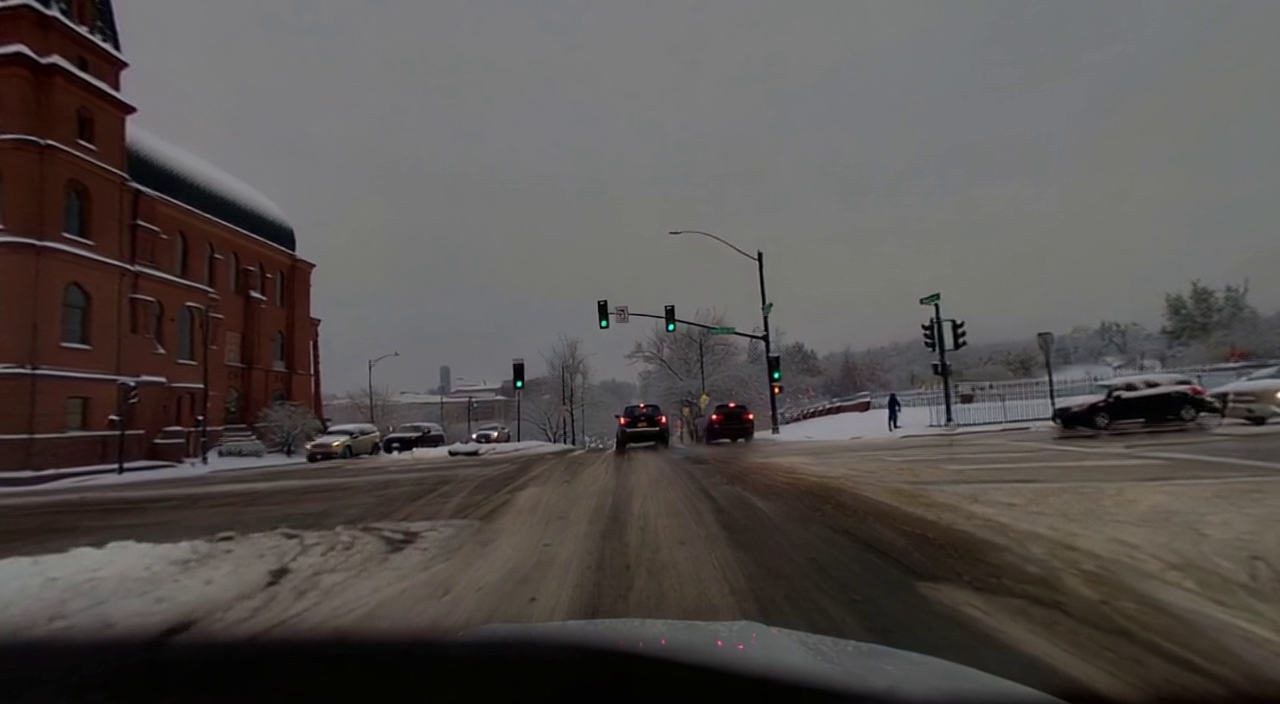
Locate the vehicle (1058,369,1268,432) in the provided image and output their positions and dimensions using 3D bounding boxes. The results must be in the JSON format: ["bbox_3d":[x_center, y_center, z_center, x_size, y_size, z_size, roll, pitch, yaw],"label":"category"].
[{"bbox_3d":[15.700,1.485,19.173,4.488,1.475,2.083,-4,-5,-1],"label":"vehicle"}]

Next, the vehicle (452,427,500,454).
[{"bbox_3d":[-11.451,6.237,44.372,2.170,1.746,4.565,0,-8,0],"label":"vehicle"}]

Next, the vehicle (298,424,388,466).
[{"bbox_3d":[-14.967,4.735,32.289,1.969,1.896,5.404,1,-8,0],"label":"vehicle"}]

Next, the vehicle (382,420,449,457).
[{"bbox_3d":[-11.963,4.675,33.978,2.069,1.790,4.358,-1,-9,-1],"label":"vehicle"}]

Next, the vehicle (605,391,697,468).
[{"bbox_3d":[0.183,2.014,16.983,2.168,1.776,4.135,0,-5,-2],"label":"vehicle"}]

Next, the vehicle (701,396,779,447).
[{"bbox_3d":[3.673,2.682,24.055,2.080,1.735,4.650,0,-7,-2],"label":"vehicle"}]
